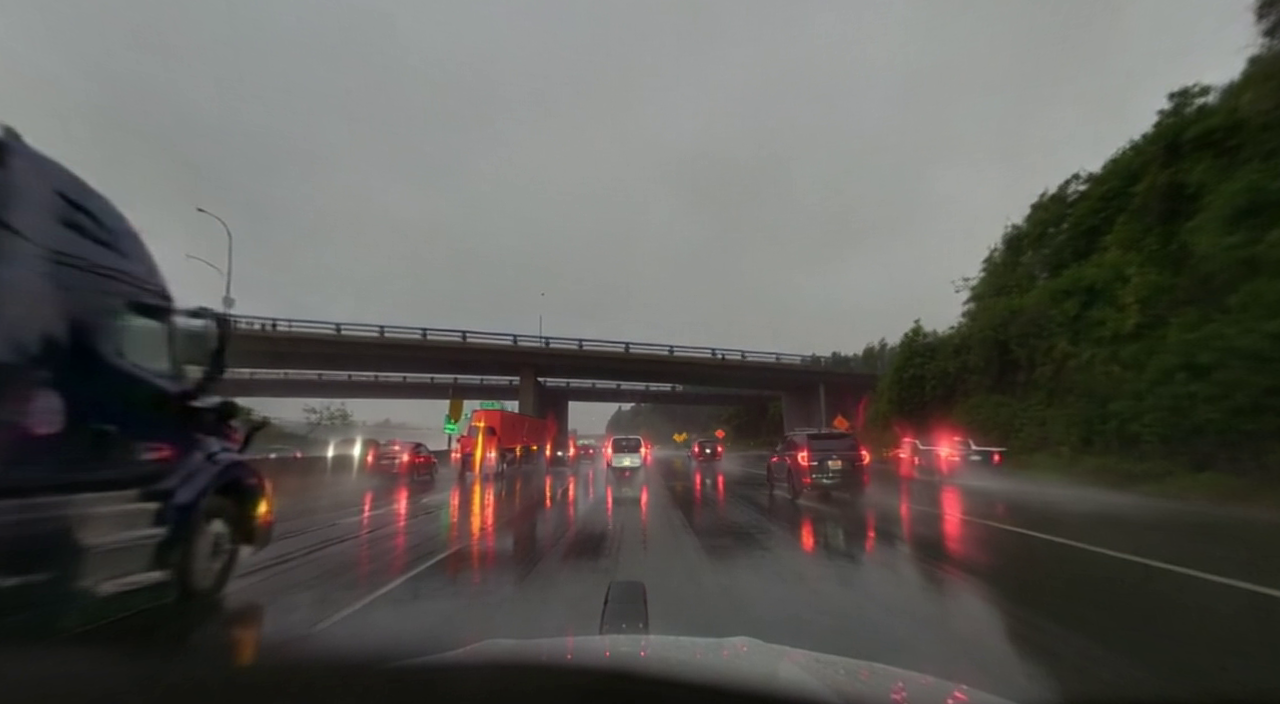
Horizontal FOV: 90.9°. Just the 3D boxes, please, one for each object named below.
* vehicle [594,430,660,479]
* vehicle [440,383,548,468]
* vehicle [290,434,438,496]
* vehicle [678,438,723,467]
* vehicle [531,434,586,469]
[{"bbox_3d":[-0.466,3.865,23.999,2.270,1.696,4.061,0,-8,0],"label":"vehicle"},{"bbox_3d":[-7.440,4.106,34.113,2.959,3.886,10.574,0,-8,2],"label":"vehicle"},{"bbox_3d":[-7.482,3.104,17.753,1.948,1.494,4.749,0,-8,1],"label":"vehicle"},{"bbox_3d":[3.182,5.374,33.939,2.003,1.465,4.092,0,-8,-1],"label":"vehicle"},{"bbox_3d":[-4.036,5.007,31.969,2.124,1.639,4.344,0,-8,2],"label":"vehicle"}]
